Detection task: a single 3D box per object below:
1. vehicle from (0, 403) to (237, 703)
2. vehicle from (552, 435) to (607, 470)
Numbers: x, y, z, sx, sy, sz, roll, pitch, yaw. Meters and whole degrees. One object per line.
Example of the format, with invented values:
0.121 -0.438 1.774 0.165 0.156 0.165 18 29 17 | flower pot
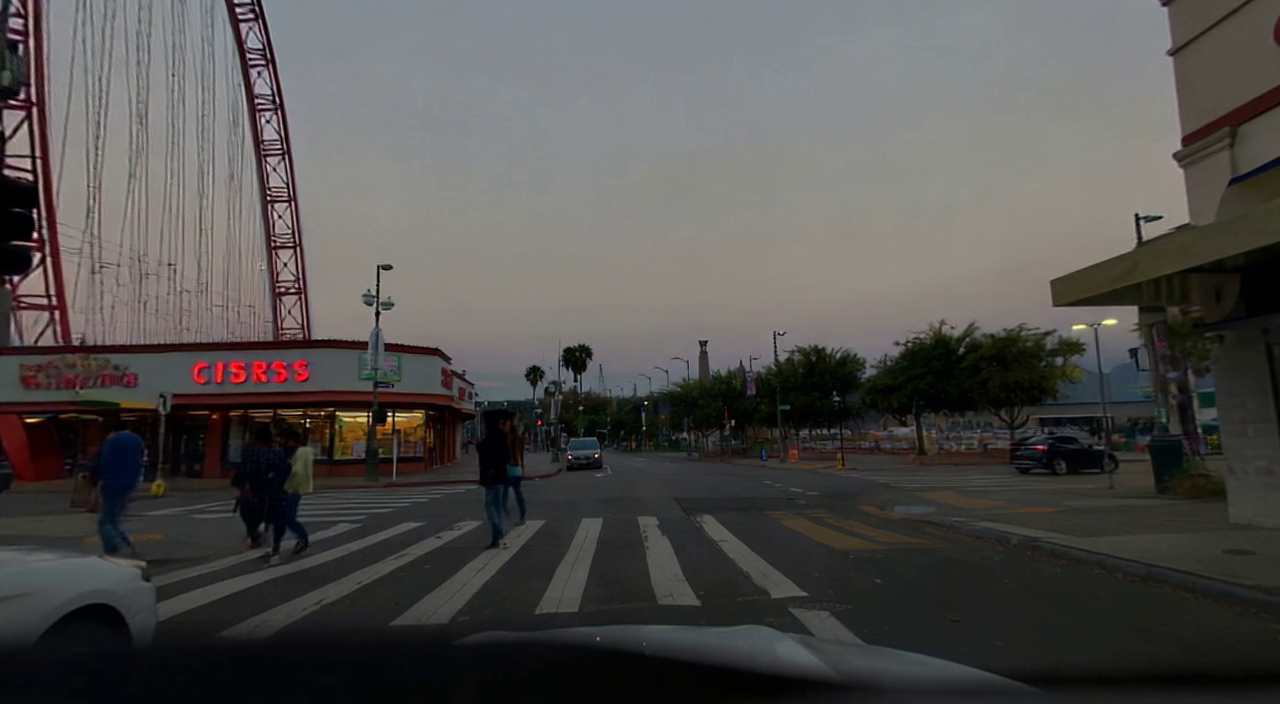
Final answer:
-3.366 0.787 1.187 1.940 1.505 4.676 -1 -9 3 | vehicle
-3.938 6.381 40.254 2.549 2.000 5.699 2 -9 -15 | vehicle
